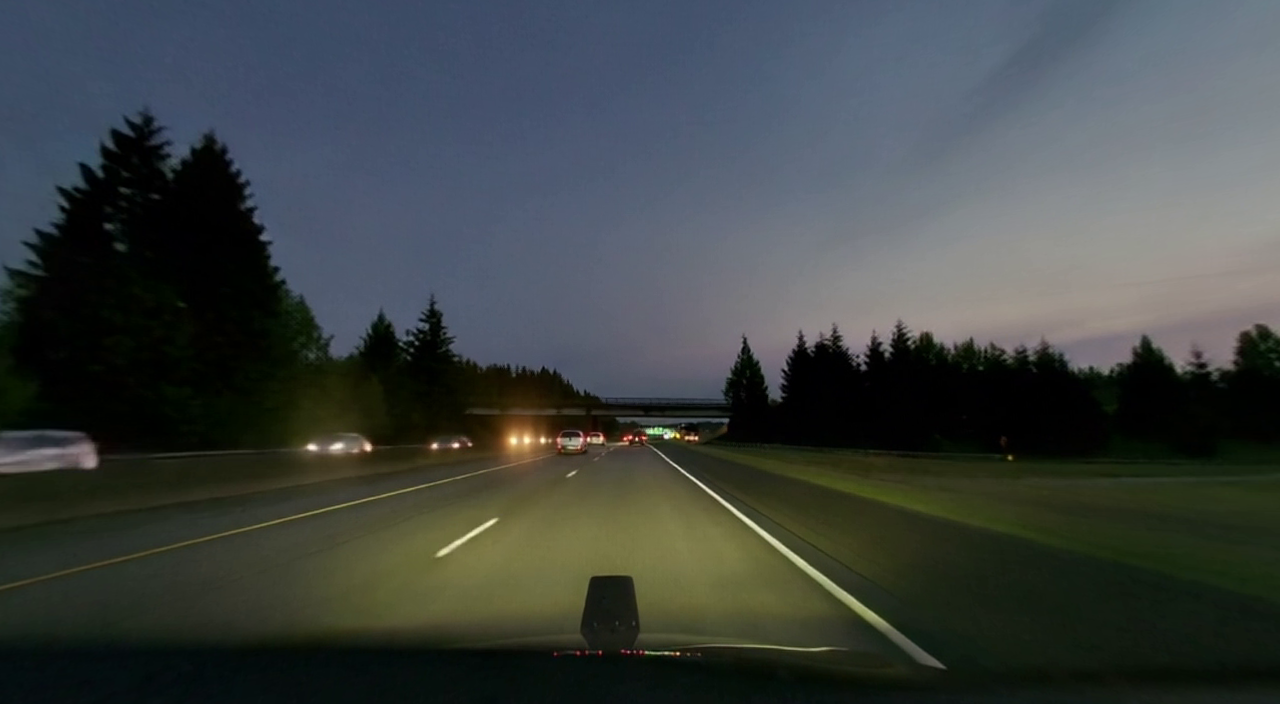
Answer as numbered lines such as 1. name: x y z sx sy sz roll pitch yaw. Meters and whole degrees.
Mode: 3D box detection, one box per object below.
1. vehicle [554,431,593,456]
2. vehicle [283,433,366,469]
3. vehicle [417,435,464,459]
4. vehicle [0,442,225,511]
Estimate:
1. vehicle: -4.399 6.126 42.210 2.169 1.588 4.264 0 -8 -1
2. vehicle: -16.569 5.200 33.349 2.047 1.704 4.524 0 -8 0
3. vehicle: -12.873 6.145 40.871 1.725 1.446 3.914 0 -8 0
4. vehicle: -12.745 2.970 15.662 2.012 1.428 4.247 0 -8 -1
